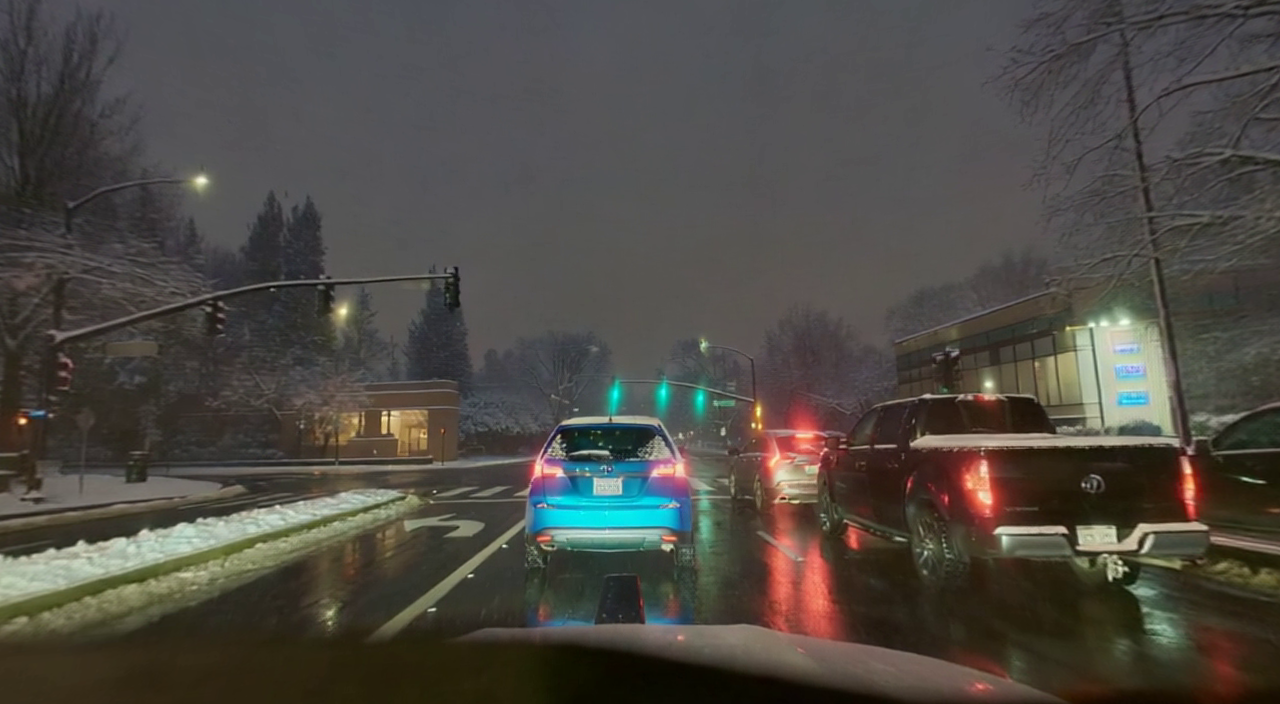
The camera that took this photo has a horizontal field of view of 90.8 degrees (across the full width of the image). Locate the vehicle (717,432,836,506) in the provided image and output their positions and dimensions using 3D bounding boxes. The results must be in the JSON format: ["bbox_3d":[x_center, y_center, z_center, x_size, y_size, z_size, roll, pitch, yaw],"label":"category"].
[{"bbox_3d":[3.341,2.959,16.441,2.031,1.626,4.264,0,-8,-1],"label":"vehicle"}]

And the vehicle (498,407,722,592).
[{"bbox_3d":[-0.270,1.629,7.697,2.037,1.674,3.693,0,-8,0],"label":"vehicle"}]

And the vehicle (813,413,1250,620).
[{"bbox_3d":[3.605,1.587,7.141,1.955,1.550,4.587,0,-8,-1],"label":"vehicle"}]
